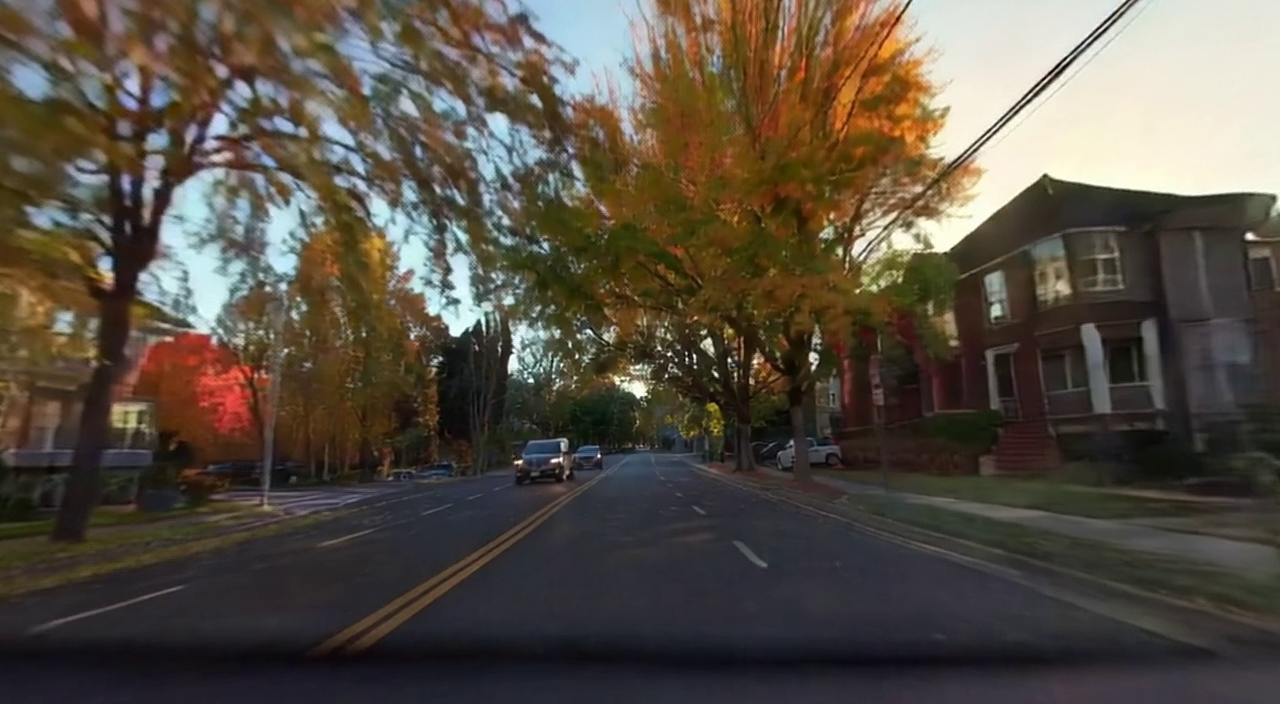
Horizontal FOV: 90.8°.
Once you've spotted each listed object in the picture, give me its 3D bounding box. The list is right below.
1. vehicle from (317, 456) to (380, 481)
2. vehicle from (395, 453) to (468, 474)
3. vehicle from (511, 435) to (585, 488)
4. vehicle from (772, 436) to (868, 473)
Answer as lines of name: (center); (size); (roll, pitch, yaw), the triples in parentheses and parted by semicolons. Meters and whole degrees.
vehicle: (-21.502, 8.594, 46.762); (2.052, 1.470, 4.633); (-7, -9, 6)
vehicle: (-15.154, 8.128, 45.982); (4.649, 1.423, 1.850); (-1, -9, 5)
vehicle: (-3.629, 4.467, 26.138); (2.275, 1.953, 5.423); (0, -9, 0)
vehicle: (9.335, 5.359, 33.025); (4.385, 1.612, 2.070); (-4, -9, 4)
